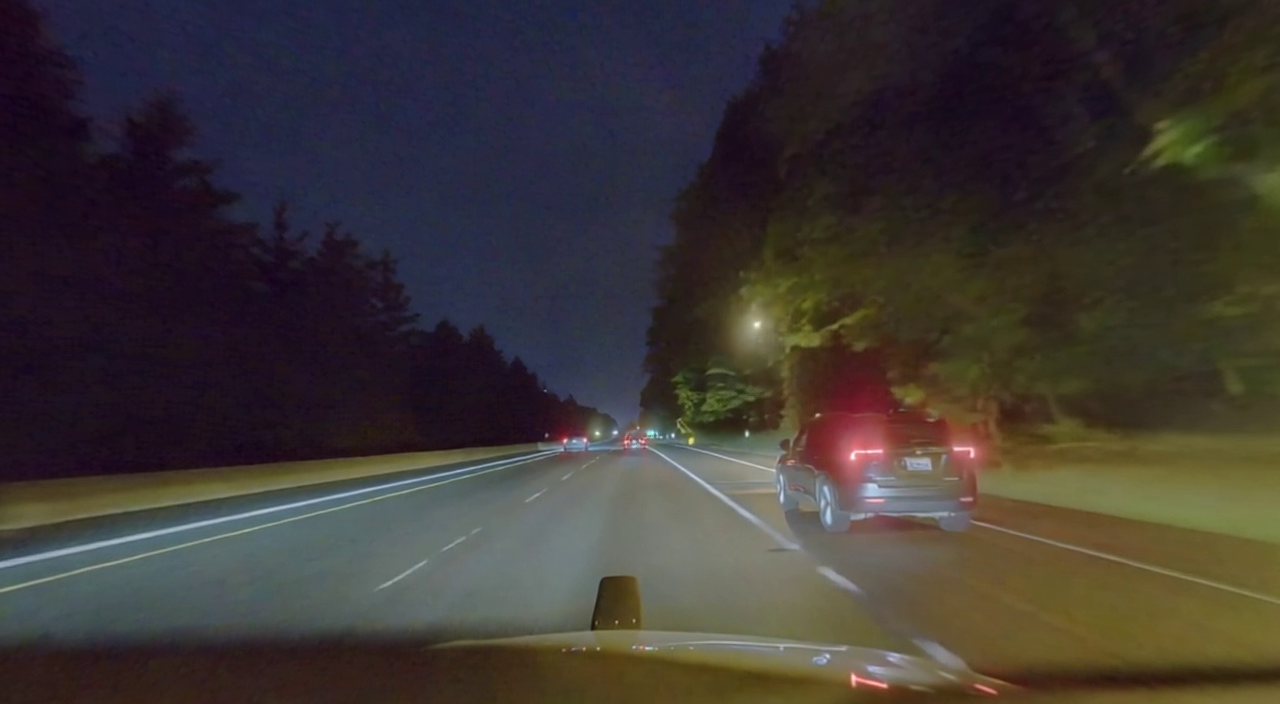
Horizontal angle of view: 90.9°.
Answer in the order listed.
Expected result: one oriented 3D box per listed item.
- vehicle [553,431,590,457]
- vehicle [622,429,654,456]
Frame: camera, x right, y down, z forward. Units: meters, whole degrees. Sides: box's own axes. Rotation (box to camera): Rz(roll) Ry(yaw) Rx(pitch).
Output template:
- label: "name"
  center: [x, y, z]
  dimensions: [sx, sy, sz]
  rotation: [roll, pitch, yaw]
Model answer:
- label: "vehicle"
  center: [-4.570, 6.233, 42.776]
  dimensions: [2.055, 1.610, 4.116]
  rotation: [0, -8, 0]
- label: "vehicle"
  center: [-0.189, 6.471, 45.083]
  dimensions: [2.170, 1.790, 4.490]
  rotation: [0, -8, -1]
